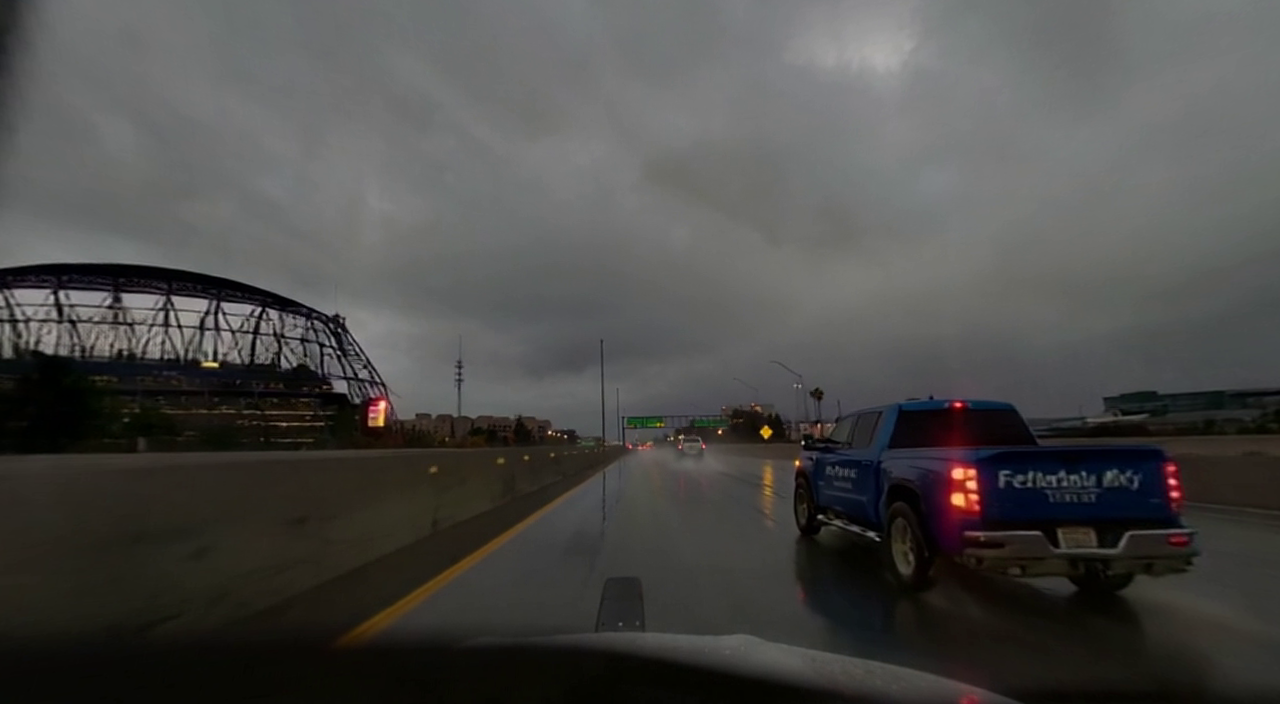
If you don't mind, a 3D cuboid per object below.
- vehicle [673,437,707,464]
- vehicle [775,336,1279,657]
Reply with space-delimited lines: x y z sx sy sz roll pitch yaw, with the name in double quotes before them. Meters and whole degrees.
"vehicle" 3.415 6.864 44.020 1.973 1.774 4.092 0 -9 0
"vehicle" 3.077 1.255 6.508 2.199 2.002 4.970 0 -9 -1
